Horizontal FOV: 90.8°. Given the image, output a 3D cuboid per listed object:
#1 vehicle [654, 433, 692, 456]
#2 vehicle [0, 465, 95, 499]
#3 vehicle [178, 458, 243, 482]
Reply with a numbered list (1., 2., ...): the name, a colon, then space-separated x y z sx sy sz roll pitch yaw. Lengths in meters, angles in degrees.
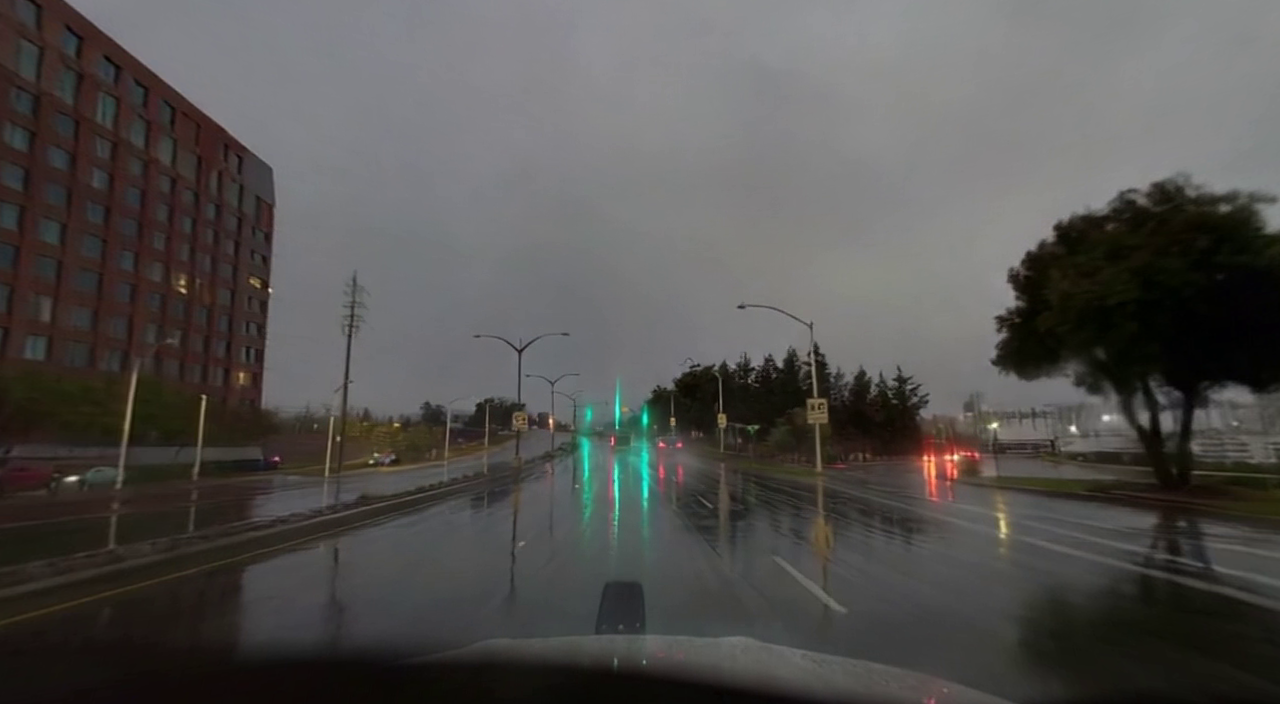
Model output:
1. vehicle: 2.188 6.346 43.258 2.090 1.506 4.382 0 -8 -3
2. vehicle: -29.679 6.401 31.286 1.732 1.427 4.059 -1 -9 0
3. vehicle: -29.948 8.212 44.198 1.764 1.476 4.121 -1 -9 -3
